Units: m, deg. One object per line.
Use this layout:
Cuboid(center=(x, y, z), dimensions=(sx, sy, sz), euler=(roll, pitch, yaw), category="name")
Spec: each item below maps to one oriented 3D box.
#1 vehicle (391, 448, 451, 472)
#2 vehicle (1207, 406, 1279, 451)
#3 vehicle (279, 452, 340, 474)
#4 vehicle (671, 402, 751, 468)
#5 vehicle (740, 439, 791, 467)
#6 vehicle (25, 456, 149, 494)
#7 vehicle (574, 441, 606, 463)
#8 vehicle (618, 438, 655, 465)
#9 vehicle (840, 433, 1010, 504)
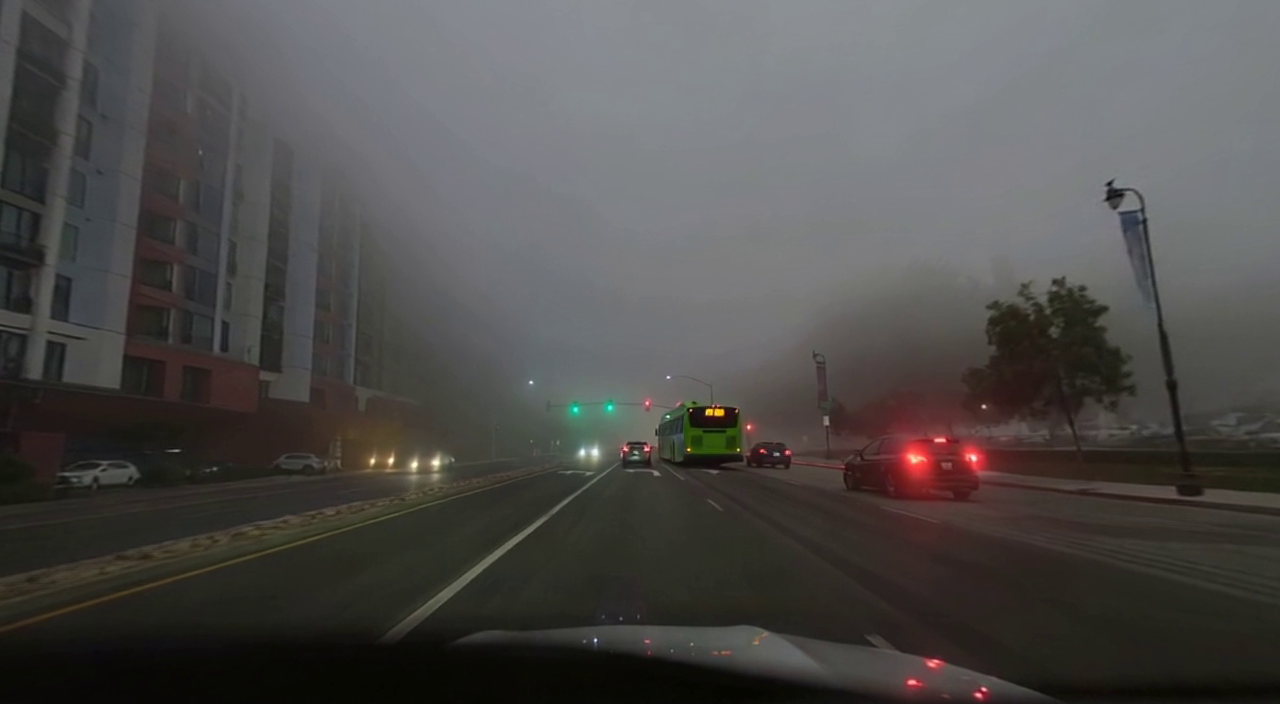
Cuboid(center=(-14.542, 7.156, 42.200), dimensions=(2.046, 1.494, 4.902), euler=(0, -9, 3), category="vehicle")
Cuboid(center=(42.801, 5.360, 43.782), dimensions=(2.477, 2.965, 4.646), euler=(0, -9, 1), category="vehicle")
Cuboid(center=(-23.719, 7.981, 45.506), dimensions=(1.878, 1.480, 4.586), euler=(0, -9, 1), category="vehicle")
Cuboid(center=(3.796, 4.854, 36.328), dimensions=(2.760, 3.325, 9.045), euler=(1, -9, -5), category="vehicle")
Cuboid(center=(7.072, 5.746, 36.130), dimensions=(1.886, 1.474, 4.495), euler=(0, -9, -1), category="vehicle")
Cuboid(center=(-29.177, 6.486, 33.601), dimensions=(2.039, 1.777, 5.029), euler=(0, -9, -1), category="vehicle")
Cuboid(center=(-3.456, 7.011, 44.371), dimensions=(1.990, 1.480, 3.941), euler=(0, -9, 0), category="vehicle")
Cuboid(center=(-0.221, 6.043, 38.400), dimensions=(2.145, 1.572, 4.021), euler=(0, -9, -1), category="vehicle")
Cuboid(center=(6.638, 2.767, 15.388), dimensions=(1.992, 1.447, 4.414), euler=(0, -9, -1), category="vehicle")
